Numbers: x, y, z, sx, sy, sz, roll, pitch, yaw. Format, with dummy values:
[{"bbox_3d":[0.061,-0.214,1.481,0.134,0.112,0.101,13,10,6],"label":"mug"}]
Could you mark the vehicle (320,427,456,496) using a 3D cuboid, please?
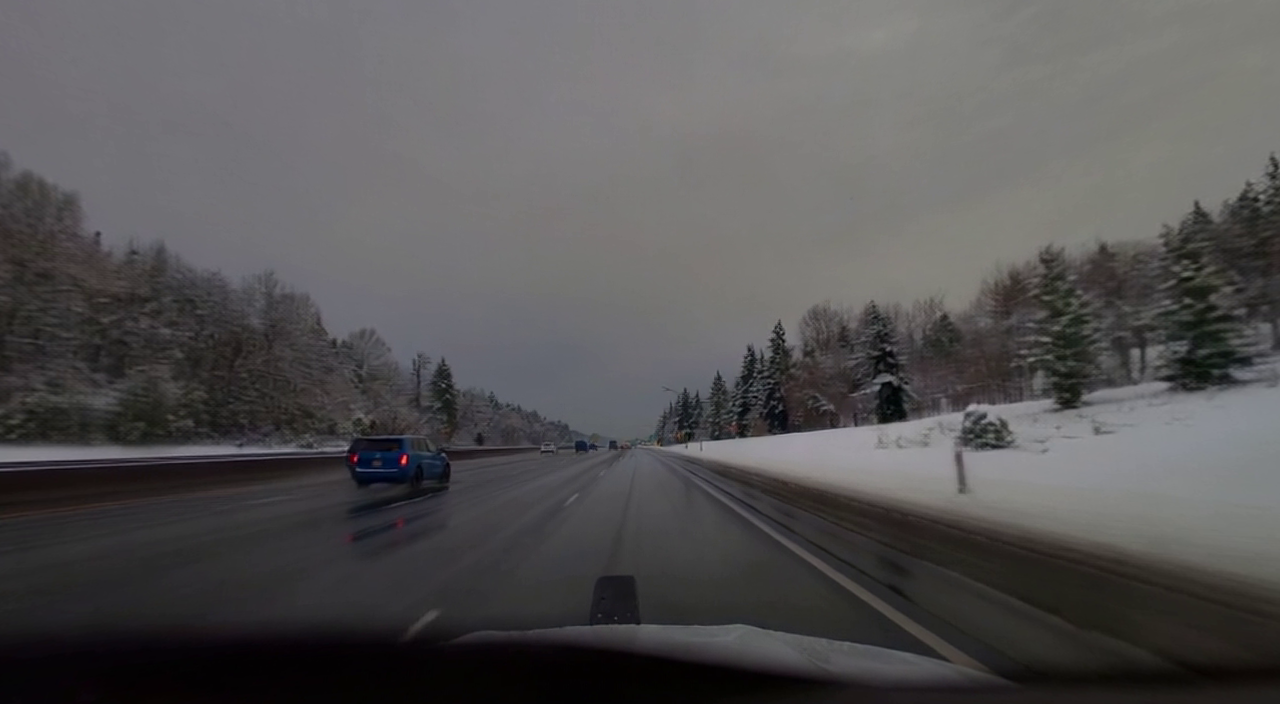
[{"bbox_3d":[-7.209,3.187,18.716,2.146,1.766,4.502,0,-9,0],"label":"vehicle"}]
